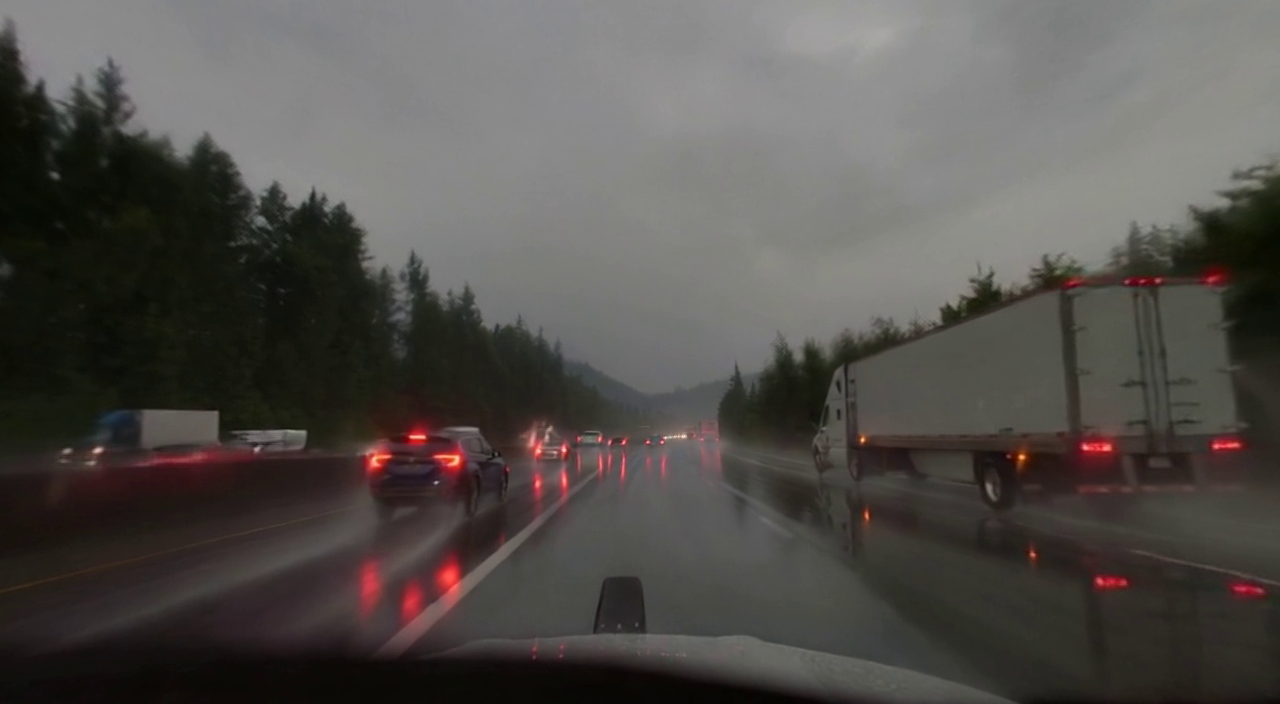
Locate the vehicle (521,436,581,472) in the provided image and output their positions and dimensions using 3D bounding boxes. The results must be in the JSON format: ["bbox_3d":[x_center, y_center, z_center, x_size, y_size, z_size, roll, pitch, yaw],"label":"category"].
[{"bbox_3d":[-3.871,4.487,28.105,2.013,1.460,4.027,0,-8,1],"label":"vehicle"}]

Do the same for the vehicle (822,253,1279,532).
[{"bbox_3d":[8.275,1.472,16.240,2.866,4.100,14.057,0,-8,-1],"label":"vehicle"}]

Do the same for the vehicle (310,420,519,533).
[{"bbox_3d":[-3.648,2.080,11.227,2.137,1.618,4.209,0,-8,0],"label":"vehicle"}]

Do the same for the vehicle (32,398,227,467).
[{"bbox_3d":[-27.718,4.518,35.124,3.004,3.311,9.145,0,-8,2],"label":"vehicle"}]

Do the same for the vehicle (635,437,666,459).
[{"bbox_3d":[0.701,6.557,43.224,2.004,1.465,3.842,0,-8,0],"label":"vehicle"}]

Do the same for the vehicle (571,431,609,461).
[{"bbox_3d":[-3.160,6.027,40.584,2.064,1.826,4.263,0,-8,1],"label":"vehicle"}]

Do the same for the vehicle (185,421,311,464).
[{"bbox_3d":[-27.450,6.389,44.876,2.707,2.733,9.393,0,-8,2],"label":"vehicle"}]
